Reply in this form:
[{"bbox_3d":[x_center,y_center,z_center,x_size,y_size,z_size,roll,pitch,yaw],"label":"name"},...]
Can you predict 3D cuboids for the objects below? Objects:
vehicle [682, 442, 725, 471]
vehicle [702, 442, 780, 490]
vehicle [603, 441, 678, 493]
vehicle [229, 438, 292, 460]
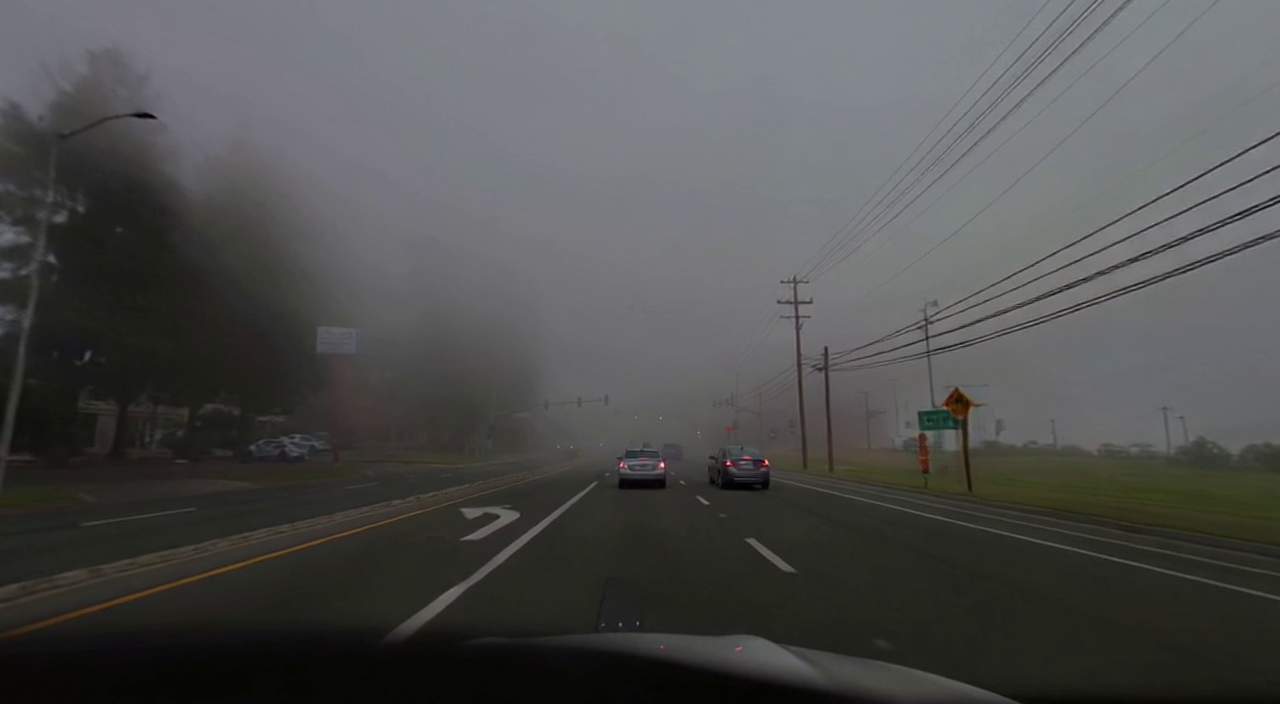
[{"bbox_3d":[3.752,6.260,38.018,2.094,1.652,4.340,0,-8,-1],"label":"vehicle"},{"bbox_3d":[3.362,3.864,21.694,1.985,1.489,4.036,0,-8,-1],"label":"vehicle"},{"bbox_3d":[-0.038,3.602,20.138,2.144,1.473,4.028,0,-8,-1],"label":"vehicle"},{"bbox_3d":[-28.342,7.268,47.158,1.908,1.553,4.979,1,-8,-4],"label":"vehicle"}]
